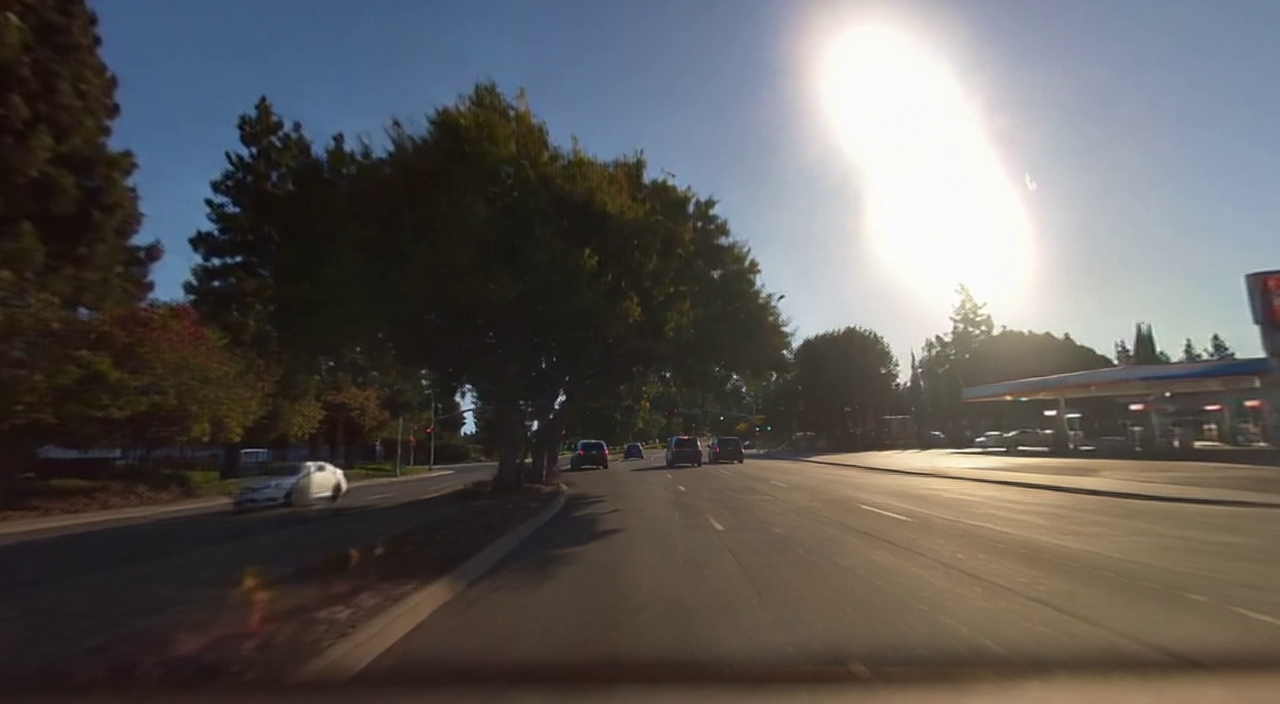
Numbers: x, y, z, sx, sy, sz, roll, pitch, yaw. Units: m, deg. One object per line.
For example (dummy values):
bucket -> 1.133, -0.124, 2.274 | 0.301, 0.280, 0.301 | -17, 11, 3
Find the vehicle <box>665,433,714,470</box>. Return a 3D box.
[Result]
vehicle -> 2.584, 5.372, 34.244 | 2.140, 1.800, 4.660 | 0, -8, -2

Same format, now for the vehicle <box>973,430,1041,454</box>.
vehicle -> 24.199, 5.971, 41.879 | 1.805, 1.460, 4.326 | 0, -8, -2

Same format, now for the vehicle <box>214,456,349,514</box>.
vehicle -> -11.943, 4.416, 21.477 | 1.934, 1.674, 4.445 | 0, -8, 1

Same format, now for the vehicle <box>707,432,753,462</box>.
vehicle -> 6.865, 7.338, 48.799 | 2.510, 2.176, 5.527 | 0, -8, -2

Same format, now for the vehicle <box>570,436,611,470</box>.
vehicle -> -2.958, 5.964, 37.471 | 2.261, 1.820, 4.255 | 1, -8, -5
